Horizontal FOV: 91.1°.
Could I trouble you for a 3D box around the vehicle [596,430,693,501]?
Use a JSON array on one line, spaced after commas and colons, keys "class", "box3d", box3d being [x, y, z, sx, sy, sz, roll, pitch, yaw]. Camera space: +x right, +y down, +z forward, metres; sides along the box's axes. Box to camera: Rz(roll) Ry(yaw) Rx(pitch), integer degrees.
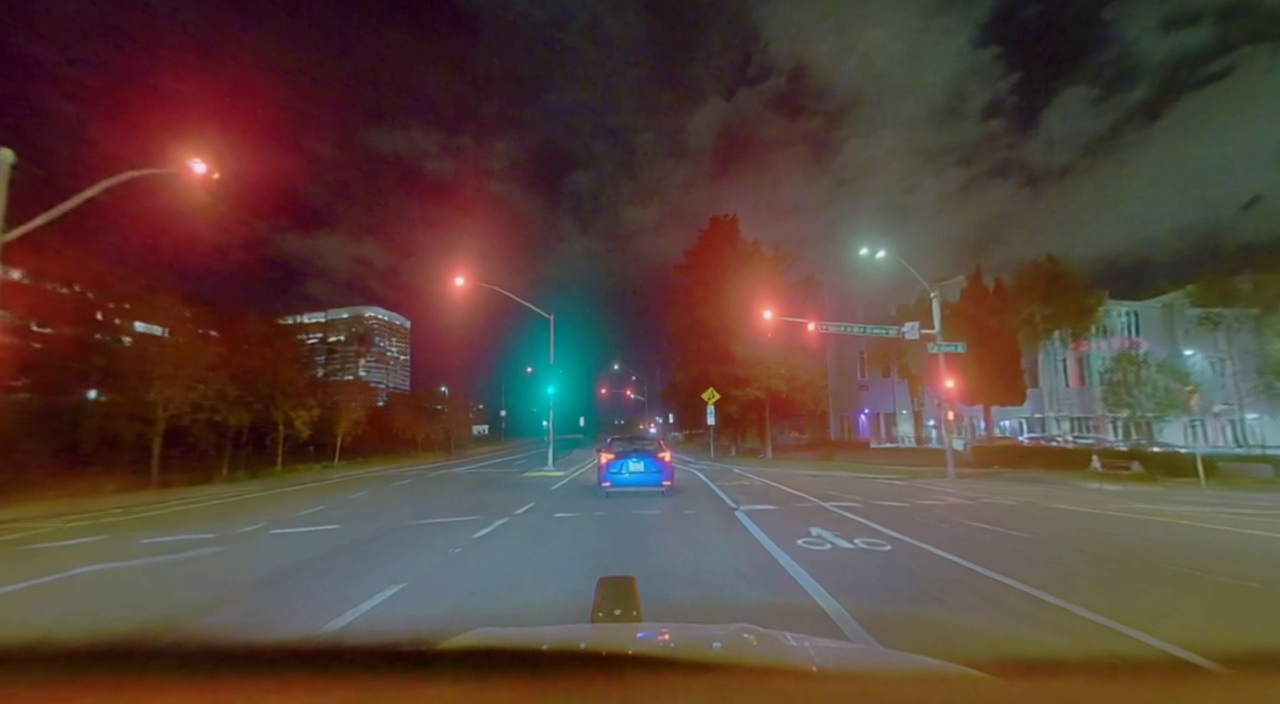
[{"class": "vehicle", "box3d": [0.023, 2.541, 14.679, 1.950, 1.401, 4.159, 0, -7, -2]}]
